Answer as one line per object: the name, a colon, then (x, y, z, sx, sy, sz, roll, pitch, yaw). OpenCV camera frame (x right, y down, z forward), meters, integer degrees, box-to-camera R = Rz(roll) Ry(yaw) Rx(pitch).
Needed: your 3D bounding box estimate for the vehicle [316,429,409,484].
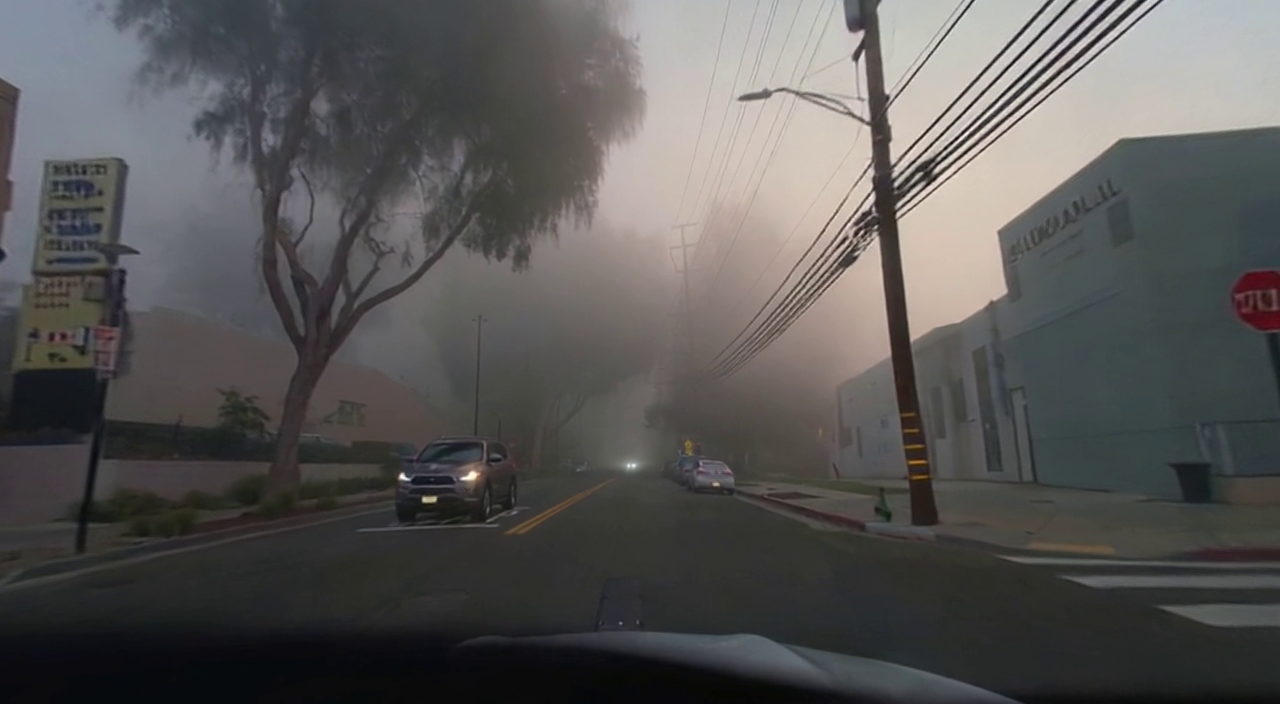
vehicle: (-15.579, 5.962, 36.011, 2.715, 2.789, 6.225, 1, -9, -4)

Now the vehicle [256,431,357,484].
vehicle: (-18.518, 5.809, 35.520, 2.256, 2.668, 5.979, -1, -7, 2)

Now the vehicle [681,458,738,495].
vehicle: (2.893, 5.293, 27.106, 1.877, 1.373, 3.854, 0, -8, -2)

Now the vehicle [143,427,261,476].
vehicle: (-24.450, 5.578, 35.661, 2.288, 2.514, 5.886, 0, -8, 1)

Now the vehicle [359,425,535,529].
vehicle: (-4.110, 2.751, 14.593, 2.495, 1.966, 4.846, 0, -8, 0)
